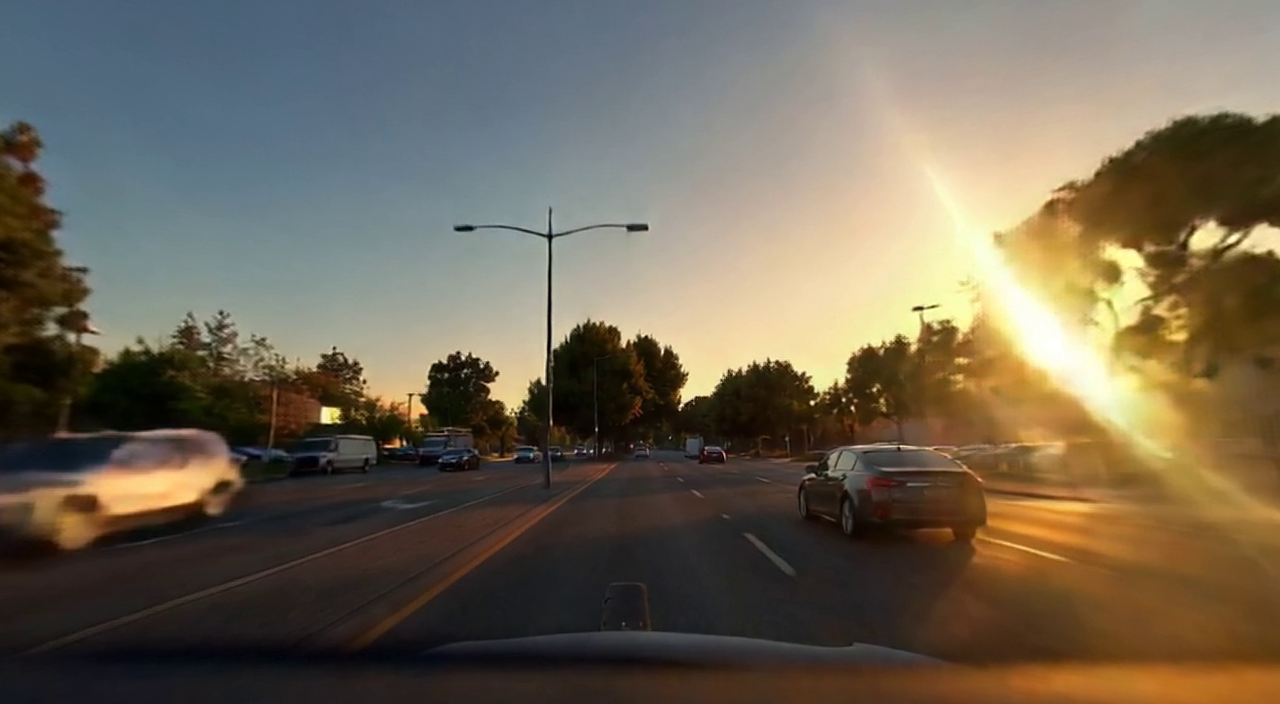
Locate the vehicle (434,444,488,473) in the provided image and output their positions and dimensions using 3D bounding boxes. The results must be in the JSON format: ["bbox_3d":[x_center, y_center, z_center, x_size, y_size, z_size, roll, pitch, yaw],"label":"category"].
[{"bbox_3d":[-11.774,7.010,41.615,2.145,1.807,4.486,0,-9,1],"label":"vehicle"}]

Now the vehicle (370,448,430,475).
[{"bbox_3d":[-15.134,6.922,39.925,1.936,1.612,4.585,0,-8,1],"label":"vehicle"}]

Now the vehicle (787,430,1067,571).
[{"bbox_3d":[3.605,1.930,8.998,1.935,1.501,4.384,0,-8,0],"label":"vehicle"}]

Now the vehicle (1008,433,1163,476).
[{"bbox_3d":[17.543,4.042,24.907,4.537,1.629,2.094,0,-9,-1],"label":"vehicle"}]

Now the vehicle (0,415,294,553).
[{"bbox_3d":[-8.553,2.149,10.989,2.156,1.838,4.945,0,-9,0],"label":"vehicle"}]

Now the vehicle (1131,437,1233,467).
[{"bbox_3d":[32.186,5.931,37.347,4.394,1.681,2.009,1,-8,-5],"label":"vehicle"}]
